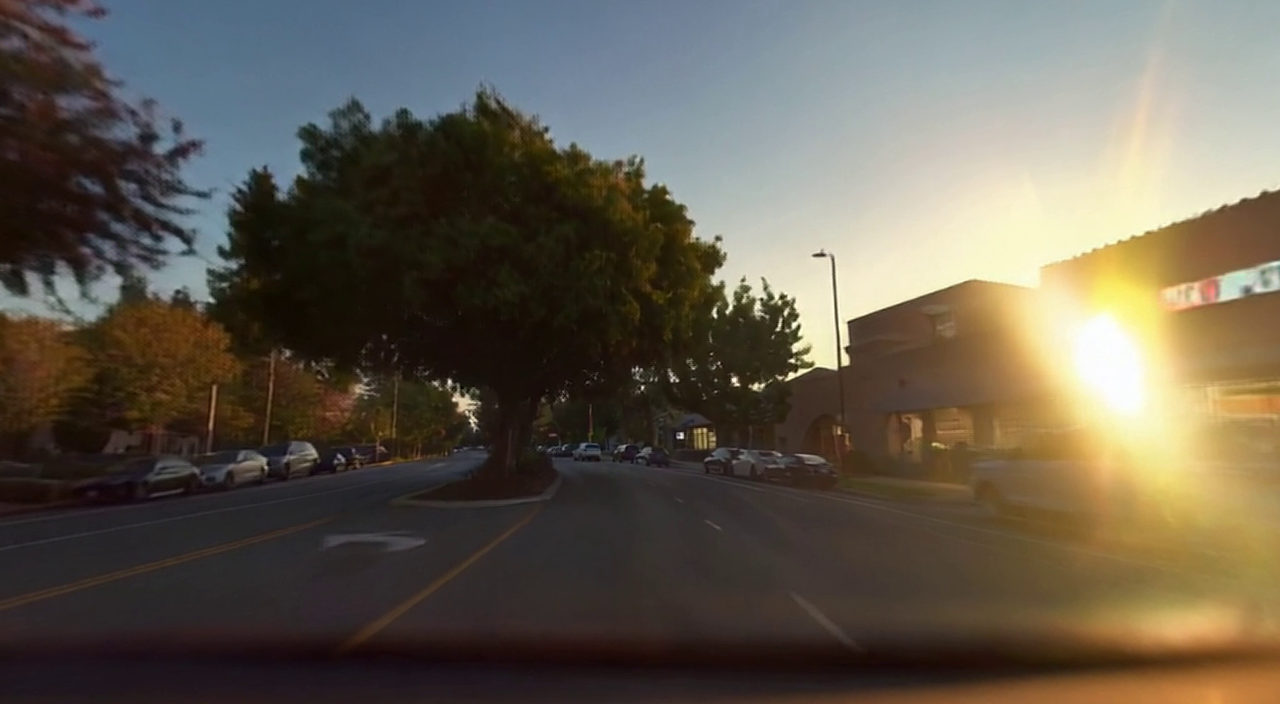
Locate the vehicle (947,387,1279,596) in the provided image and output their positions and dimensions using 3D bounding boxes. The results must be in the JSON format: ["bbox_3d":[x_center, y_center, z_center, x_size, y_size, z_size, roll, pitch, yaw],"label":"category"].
[{"bbox_3d":[7.479,1.875,9.524,2.543,2.114,5.984,0,-9,-2],"label":"vehicle"}]

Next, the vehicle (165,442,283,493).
[{"bbox_3d":[-15.909,4.398,24.493,1.927,1.748,4.474,1,-9,-7],"label":"vehicle"}]

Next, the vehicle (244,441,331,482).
[{"bbox_3d":[-16.925,5.268,30.685,1.876,1.772,5.125,1,-9,-8],"label":"vehicle"}]

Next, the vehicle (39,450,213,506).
[{"bbox_3d":[-15.473,3.777,19.436,2.027,1.470,4.550,1,-9,-9],"label":"vehicle"}]

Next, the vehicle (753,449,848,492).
[{"bbox_3d":[6.093,4.534,24.645,1.872,1.515,4.799,1,-9,-8],"label":"vehicle"}]
